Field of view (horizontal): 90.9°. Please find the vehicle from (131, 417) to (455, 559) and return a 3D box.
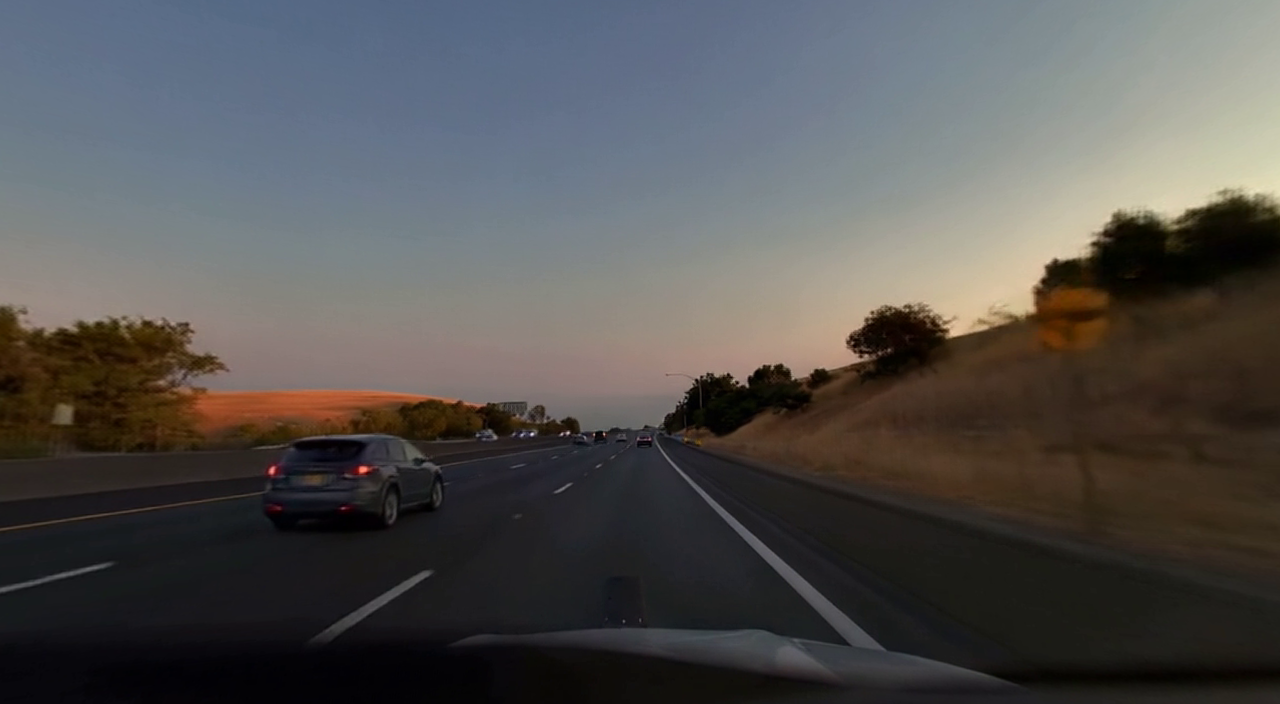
[{"bbox_3d":[-4.526,1.846,9.360,2.071,1.556,4.729,0,-8,1],"label":"vehicle"}]
